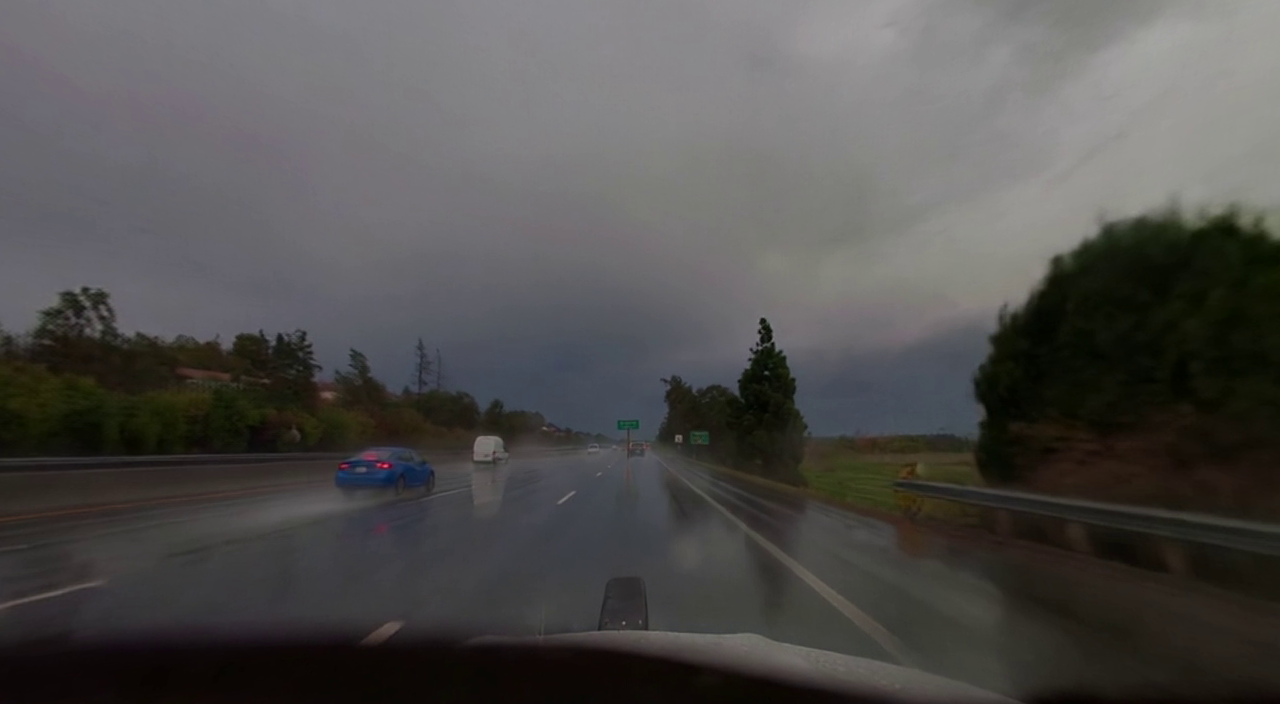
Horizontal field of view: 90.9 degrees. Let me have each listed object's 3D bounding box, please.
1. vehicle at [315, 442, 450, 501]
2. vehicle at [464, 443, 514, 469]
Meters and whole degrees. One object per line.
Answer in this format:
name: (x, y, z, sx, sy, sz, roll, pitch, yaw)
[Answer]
vehicle: (-7.400, 3.454, 18.741, 1.981, 1.486, 4.735, 0, -8, 0)
vehicle: (-10.931, 7.545, 46.019, 2.249, 1.735, 5.018, -1, -8, 2)
